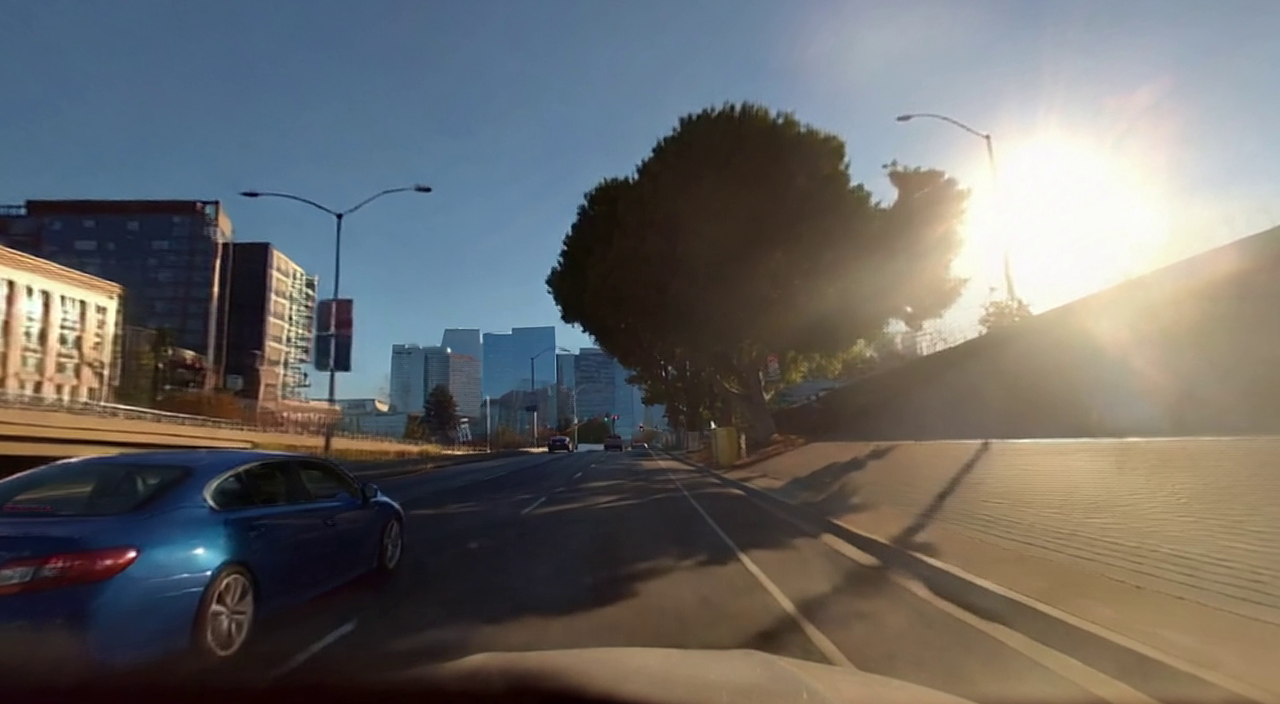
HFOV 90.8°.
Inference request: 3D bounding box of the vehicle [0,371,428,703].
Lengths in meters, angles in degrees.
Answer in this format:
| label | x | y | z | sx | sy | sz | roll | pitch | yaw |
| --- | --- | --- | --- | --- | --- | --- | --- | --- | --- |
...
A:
| label | x | y | z | sx | sy | sz | roll | pitch | yaw |
| --- | --- | --- | --- | --- | --- | --- | --- | --- | --- |
| vehicle | -3.081 | 1.079 | 3.860 | 2.041 | 1.470 | 4.290 | 0 | -9 | 0 |
